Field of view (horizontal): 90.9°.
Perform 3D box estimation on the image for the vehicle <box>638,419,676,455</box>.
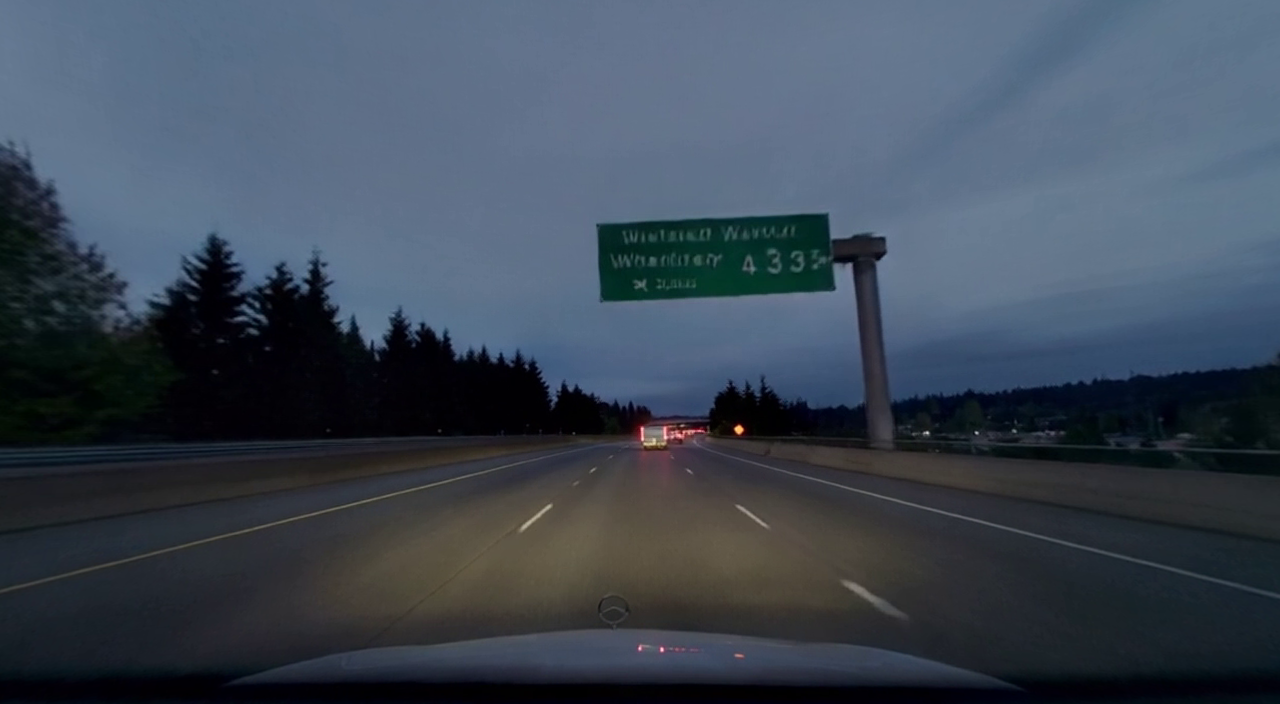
[{"bbox_3d":[1.191,5.919,43.769,2.450,2.314,4.753,0,-8,2],"label":"vehicle"}]
